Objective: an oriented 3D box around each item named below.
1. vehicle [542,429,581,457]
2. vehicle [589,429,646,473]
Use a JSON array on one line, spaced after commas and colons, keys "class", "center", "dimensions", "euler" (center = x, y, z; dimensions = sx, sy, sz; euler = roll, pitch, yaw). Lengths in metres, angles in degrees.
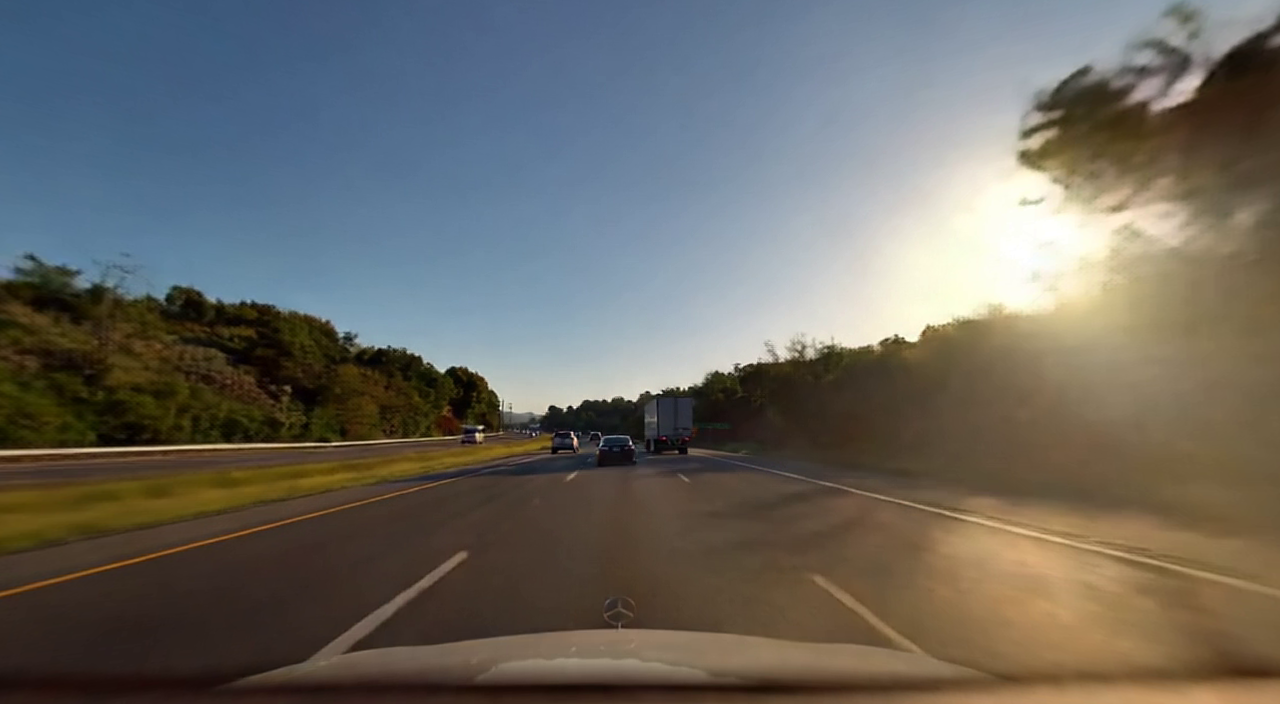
[{"class": "vehicle", "center": [-5.392, 6.312, 43.726], "dimensions": [2.234, 1.773, 5.134], "euler": [0, -8, -2]}, {"class": "vehicle", "center": [-0.882, 3.885, 24.934], "dimensions": [2.048, 1.563, 4.087], "euler": [0, -8, -2]}]
